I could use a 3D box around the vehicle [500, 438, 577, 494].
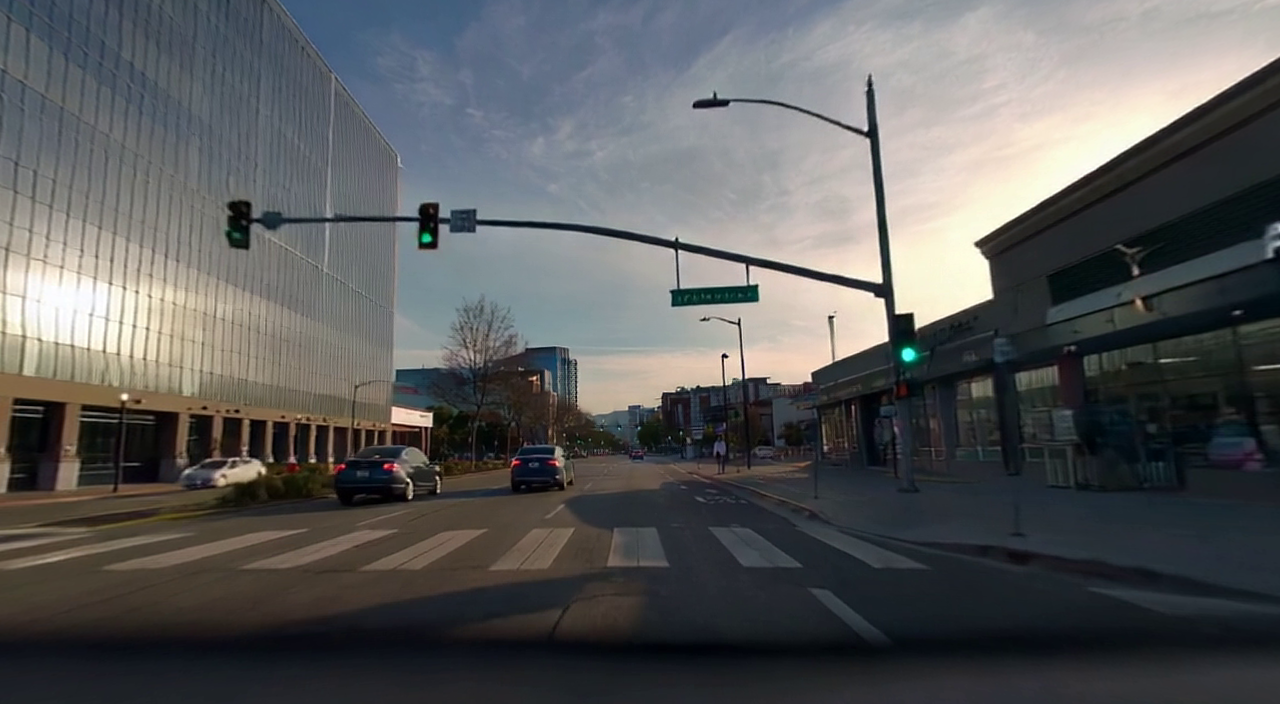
[{"bbox_3d":[-3.411,3.913,22.094,2.052,1.729,4.195,0,-9,-1],"label":"vehicle"}]

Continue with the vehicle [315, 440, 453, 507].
[{"bbox_3d":[-6.939,3.304,17.733,1.909,1.605,4.561,0,-8,1],"label":"vehicle"}]

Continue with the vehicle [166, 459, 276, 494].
[{"bbox_3d":[-20.653,6.131,31.433,2.050,1.519,4.736,-1,-9,2],"label":"vehicle"}]
